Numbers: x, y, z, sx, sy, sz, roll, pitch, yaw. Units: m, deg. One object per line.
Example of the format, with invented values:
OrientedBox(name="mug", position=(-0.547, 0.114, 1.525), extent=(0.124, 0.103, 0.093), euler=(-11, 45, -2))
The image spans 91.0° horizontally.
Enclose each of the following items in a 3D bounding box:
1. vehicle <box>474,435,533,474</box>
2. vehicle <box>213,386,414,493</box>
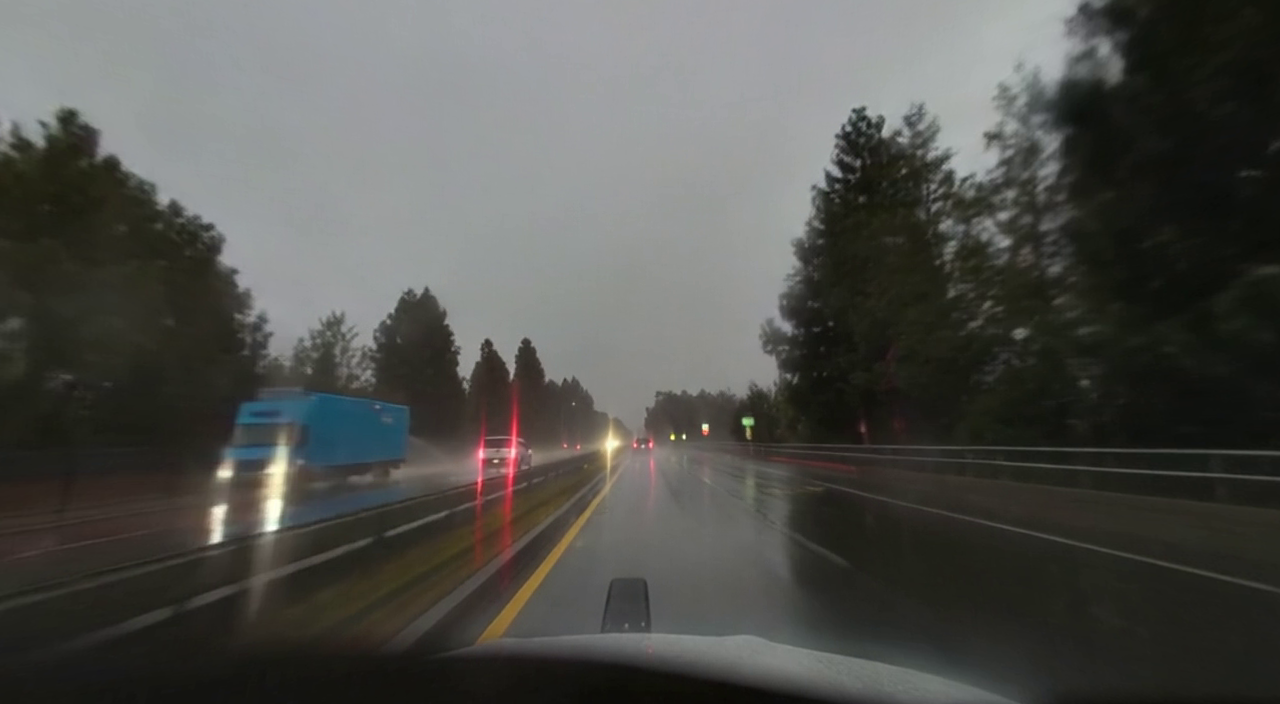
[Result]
OrientedBox(name="vehicle", position=(-7.122, 5.392, 33.292), extent=(2.068, 1.897, 4.372), euler=(0, -8, 1))
OrientedBox(name="vehicle", position=(-14.836, 4.277, 30.594), extent=(2.905, 4.091, 12.827), euler=(0, -8, 0))
